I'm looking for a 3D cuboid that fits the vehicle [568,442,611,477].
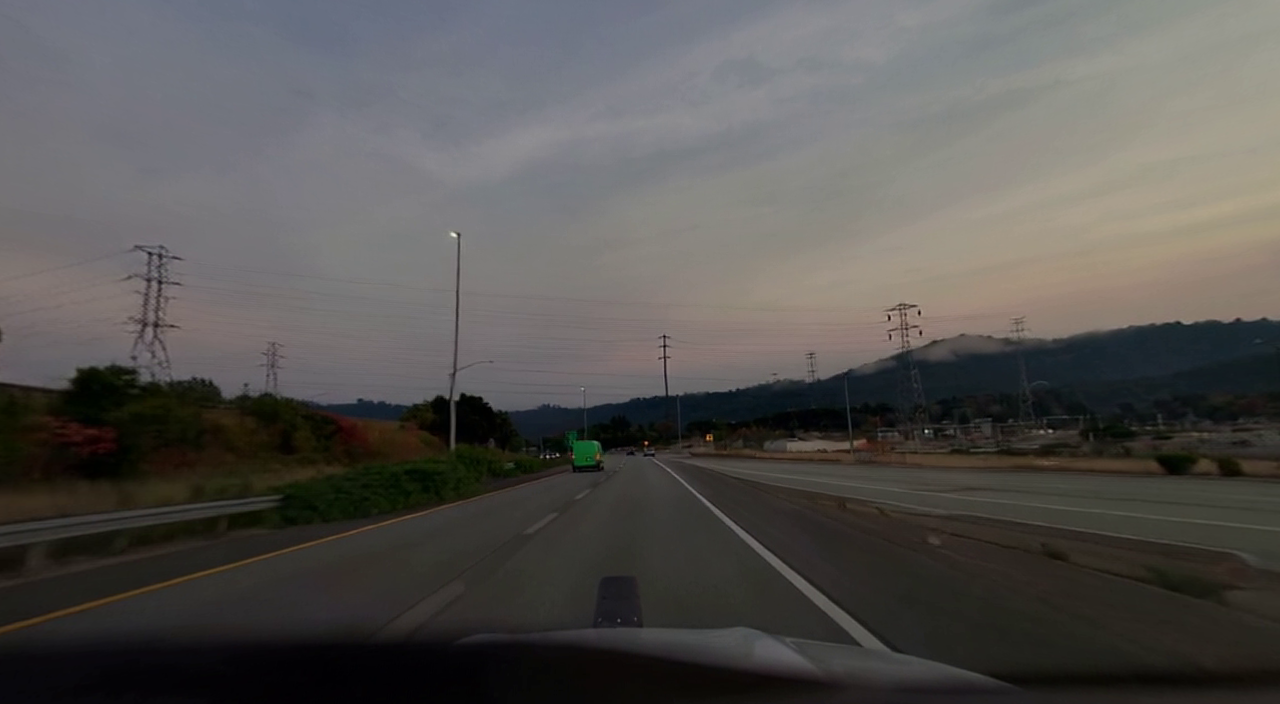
[{"bbox_3d":[-3.027,6.612,38.878,2.270,2.023,4.632,0,-9,0],"label":"vehicle"}]
